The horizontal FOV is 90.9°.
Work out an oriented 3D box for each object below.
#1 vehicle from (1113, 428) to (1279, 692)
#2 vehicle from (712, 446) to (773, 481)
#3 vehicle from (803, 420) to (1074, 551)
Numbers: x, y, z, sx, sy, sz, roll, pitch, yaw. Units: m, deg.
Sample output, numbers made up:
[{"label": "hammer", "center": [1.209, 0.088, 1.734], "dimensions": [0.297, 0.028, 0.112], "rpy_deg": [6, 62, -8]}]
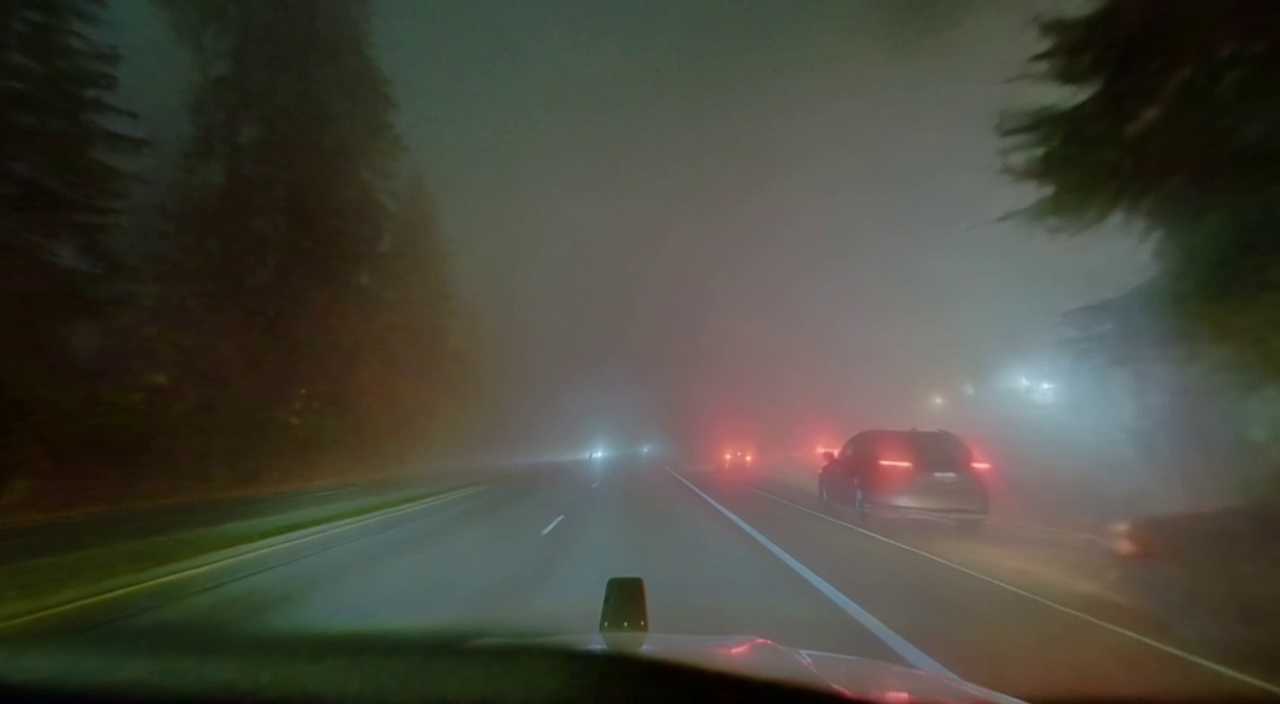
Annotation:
[{"label": "vehicle", "center": [4.657, 1.035, 2.512], "dimensions": [1.920, 1.514, 4.746], "rpy_deg": [0, -9, 1]}, {"label": "vehicle", "center": [4.779, 5.287, 30.217], "dimensions": [2.184, 1.496, 4.615], "rpy_deg": [0, -9, 0]}, {"label": "vehicle", "center": [4.625, 2.152, 10.886], "dimensions": [2.205, 1.728, 4.855], "rpy_deg": [0, -9, -1]}]
